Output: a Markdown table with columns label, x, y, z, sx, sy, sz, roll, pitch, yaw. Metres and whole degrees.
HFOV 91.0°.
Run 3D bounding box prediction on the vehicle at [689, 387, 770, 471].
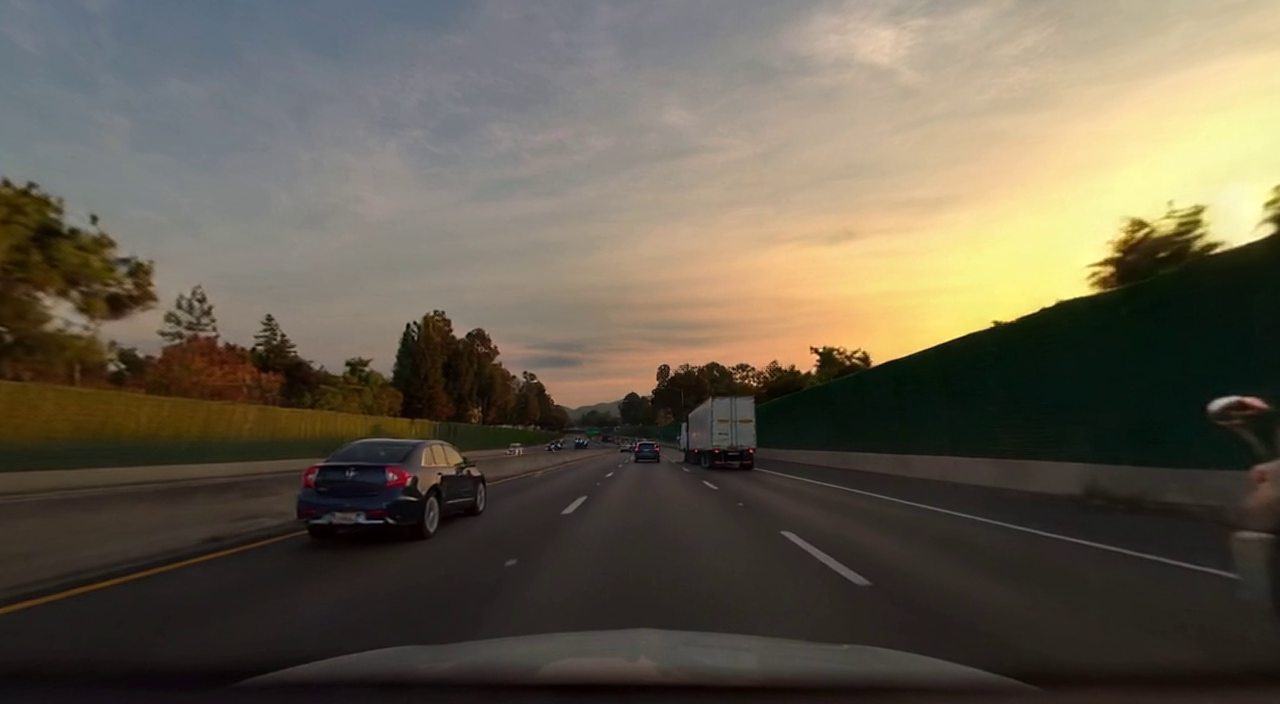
| label | x | y | z | sx | sy | sz | roll | pitch | yaw |
| --- | --- | --- | --- | --- | --- | --- | --- | --- | --- |
| vehicle | 4.950 | 4.782 | 38.150 | 3.117 | 4.150 | 13.929 | 0 | -8 | 1 |

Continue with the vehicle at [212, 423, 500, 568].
| label | x | y | z | sx | sy | sz | roll | pitch | yaw |
| --- | --- | --- | --- | --- | --- | --- | --- | --- | --- |
| vehicle | -3.413 | 1.785 | 8.647 | 1.988 | 1.488 | 4.113 | 0 | -8 | 1 |

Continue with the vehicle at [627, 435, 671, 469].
| label | x | y | z | sx | sy | sz | roll | pitch | yaw |
| --- | --- | --- | --- | --- | --- | --- | --- | --- | --- |
| vehicle | 0.488 | 5.696 | 36.089 | 2.389 | 1.760 | 4.473 | 0 | -8 | 0 |
